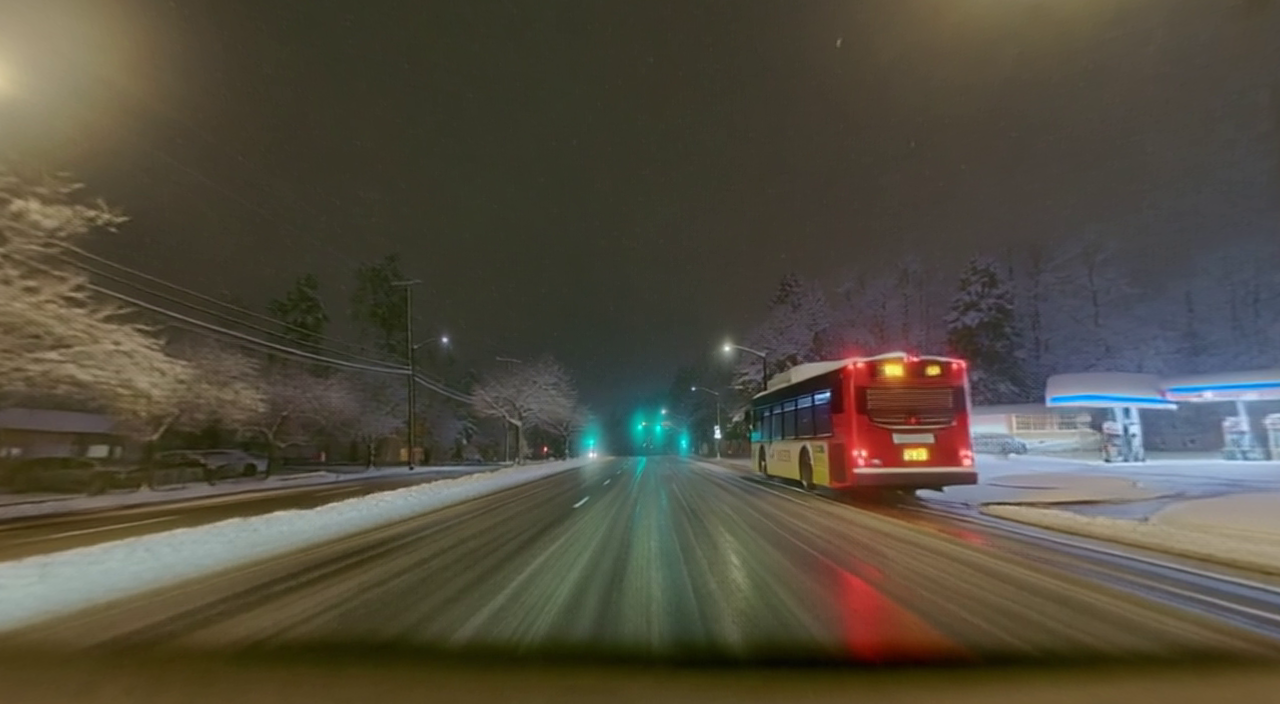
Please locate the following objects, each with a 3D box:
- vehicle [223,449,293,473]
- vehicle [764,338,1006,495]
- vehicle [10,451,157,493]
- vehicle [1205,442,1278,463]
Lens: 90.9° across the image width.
[{"bbox_3d":[-29.727,8.437,49.081,4.251,1.563,1.950,-3,-8,4],"label":"vehicle"},{"bbox_3d":[8.489,2.811,25.078,4.582,4.678,12.589,0,-8,0],"label":"vehicle"},{"bbox_3d":[-24.316,5.232,27.672,4.325,1.716,2.358,0,-9,5],"label":"vehicle"},{"bbox_3d":[45.162,7.530,47.460,1.808,1.467,4.288,-2,-8,11],"label":"vehicle"}]
